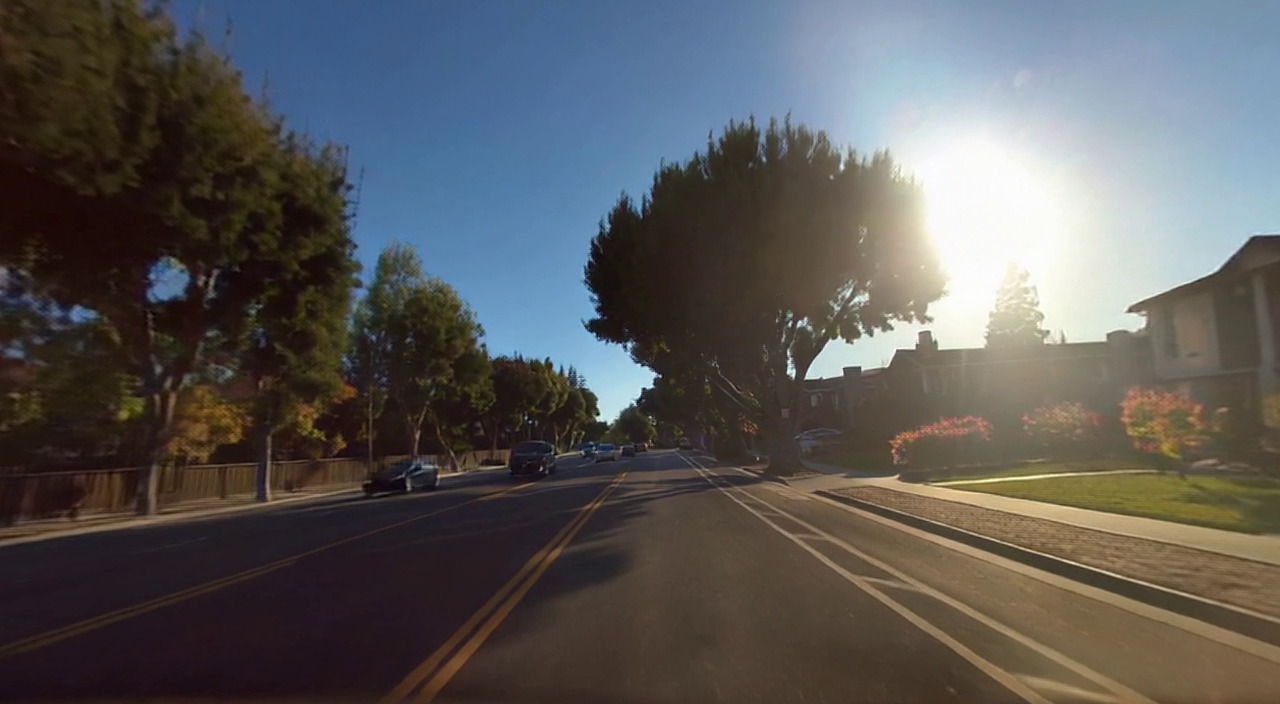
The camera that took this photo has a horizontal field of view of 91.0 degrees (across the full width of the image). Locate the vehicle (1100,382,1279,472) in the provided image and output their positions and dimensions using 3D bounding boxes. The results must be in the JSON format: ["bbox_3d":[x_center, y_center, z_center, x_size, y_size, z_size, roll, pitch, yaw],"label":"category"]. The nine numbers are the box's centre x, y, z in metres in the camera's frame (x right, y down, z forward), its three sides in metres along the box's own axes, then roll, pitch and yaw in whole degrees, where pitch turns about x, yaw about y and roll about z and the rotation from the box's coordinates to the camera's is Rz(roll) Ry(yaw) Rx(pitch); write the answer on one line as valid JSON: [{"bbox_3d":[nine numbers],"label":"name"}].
[{"bbox_3d":[14.133,1.823,15.276,1.968,1.835,5.277,-1,-7,1],"label":"vehicle"}]

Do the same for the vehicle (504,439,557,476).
[{"bbox_3d":[-6.045,5.870,35.264,2.063,1.859,4.812,0,-8,1],"label":"vehicle"}]

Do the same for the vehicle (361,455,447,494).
[{"bbox_3d":[-9.953,5.169,26.921,1.865,1.441,4.422,0,-8,1],"label":"vehicle"}]
